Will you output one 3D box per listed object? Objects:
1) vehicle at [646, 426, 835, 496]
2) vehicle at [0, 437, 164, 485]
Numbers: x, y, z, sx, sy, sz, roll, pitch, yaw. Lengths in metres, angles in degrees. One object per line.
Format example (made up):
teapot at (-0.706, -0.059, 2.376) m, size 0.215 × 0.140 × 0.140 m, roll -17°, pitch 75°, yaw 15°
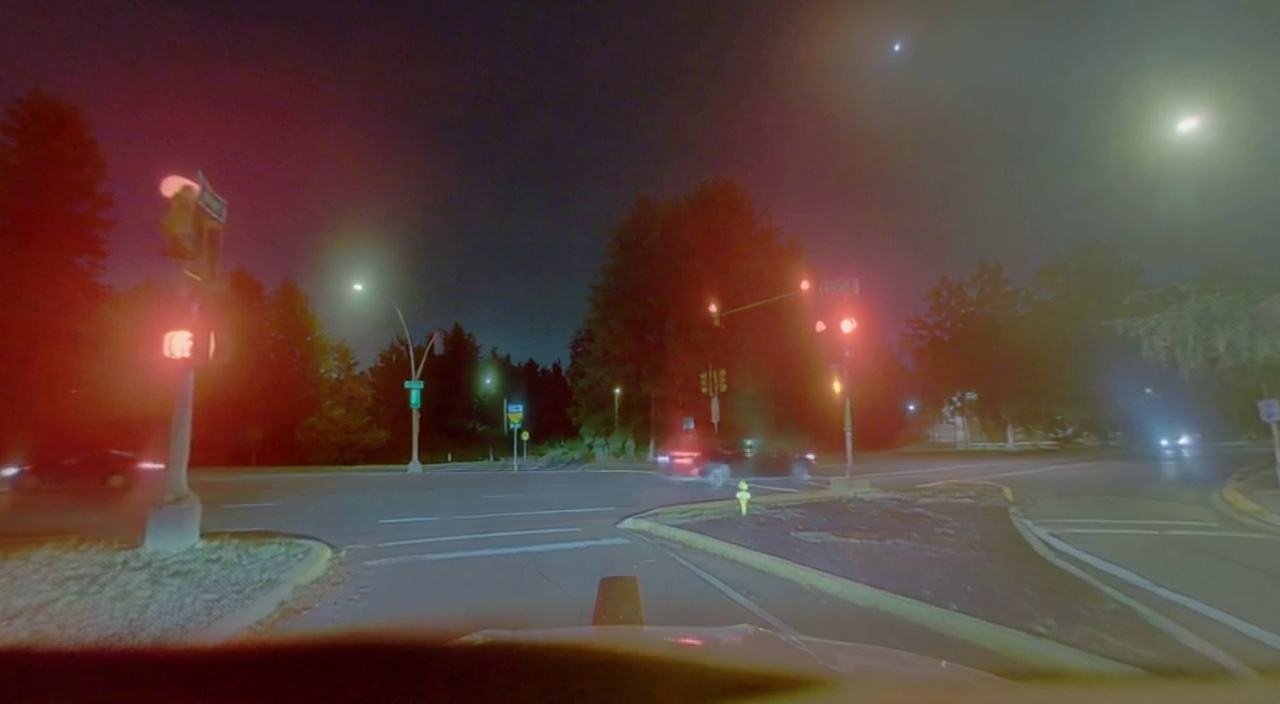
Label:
vehicle at (2.644, 2.804, 16.551) m, size 4.545 × 1.602 × 2.014 m, roll 4°, pitch -9°, yaw -27°
vehicle at (-21.121, 4.074, 23.847) m, size 4.602 × 1.667 × 1.933 m, roll 4°, pitch -9°, yaw -25°
